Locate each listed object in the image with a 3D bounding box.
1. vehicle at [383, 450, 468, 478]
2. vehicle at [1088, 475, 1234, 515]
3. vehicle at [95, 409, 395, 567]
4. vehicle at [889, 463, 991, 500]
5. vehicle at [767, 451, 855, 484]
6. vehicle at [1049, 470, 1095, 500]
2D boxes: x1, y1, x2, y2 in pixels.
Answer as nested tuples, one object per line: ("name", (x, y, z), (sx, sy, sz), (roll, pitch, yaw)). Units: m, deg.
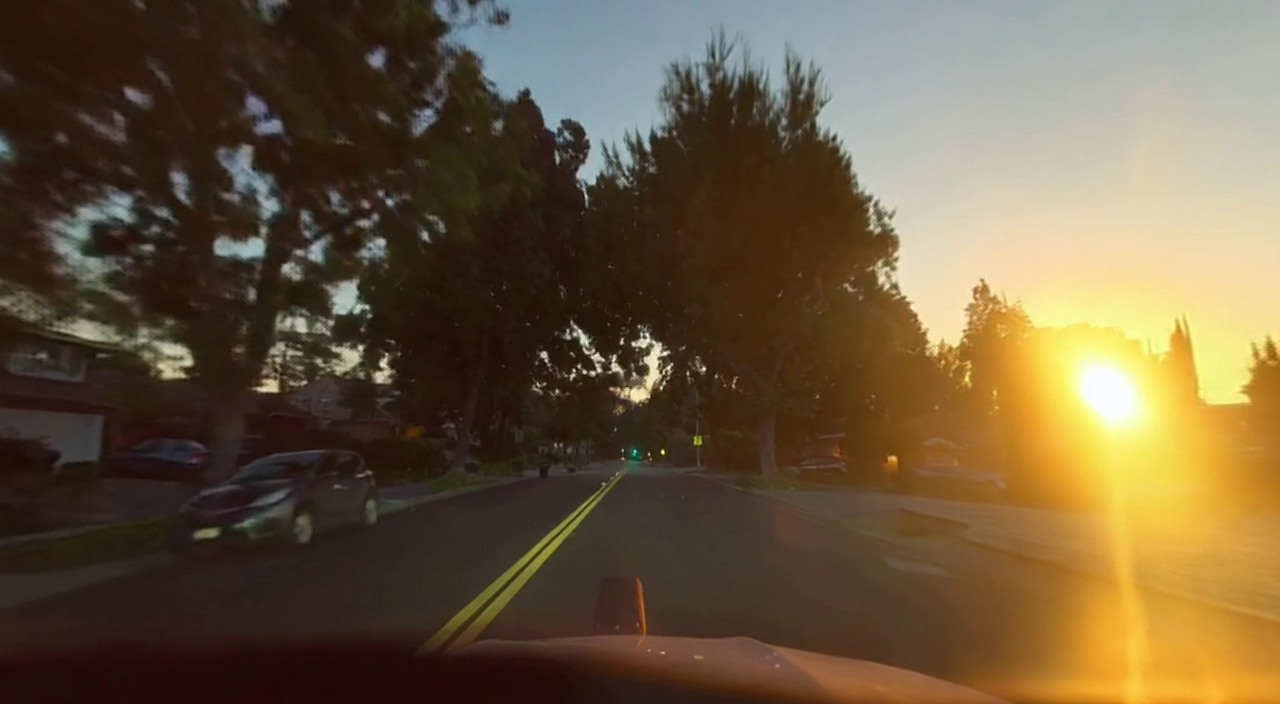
("vehicle", (-15.637, 8.083, 45.860), (6.072, 1.882, 2.277), (-5, -10, 29))
("vehicle", (21.672, 5.958, 26.524), (4.337, 1.453, 1.814), (-6, -11, 29))
("vehicle", (-5.905, 2.225, 10.297), (1.924, 1.765, 4.542), (-7, -13, 0))
("vehicle", (14.483, 6.198, 30.510), (4.231, 1.493, 1.941), (-4, -10, 29))
("vehicle", (10.877, 7.350, 40.225), (4.854, 1.771, 2.123), (-9, -11, 28))
("vehicle", (26.999, 8.284, 39.514), (1.916, 1.620, 3.519), (-4, -9, 28))
